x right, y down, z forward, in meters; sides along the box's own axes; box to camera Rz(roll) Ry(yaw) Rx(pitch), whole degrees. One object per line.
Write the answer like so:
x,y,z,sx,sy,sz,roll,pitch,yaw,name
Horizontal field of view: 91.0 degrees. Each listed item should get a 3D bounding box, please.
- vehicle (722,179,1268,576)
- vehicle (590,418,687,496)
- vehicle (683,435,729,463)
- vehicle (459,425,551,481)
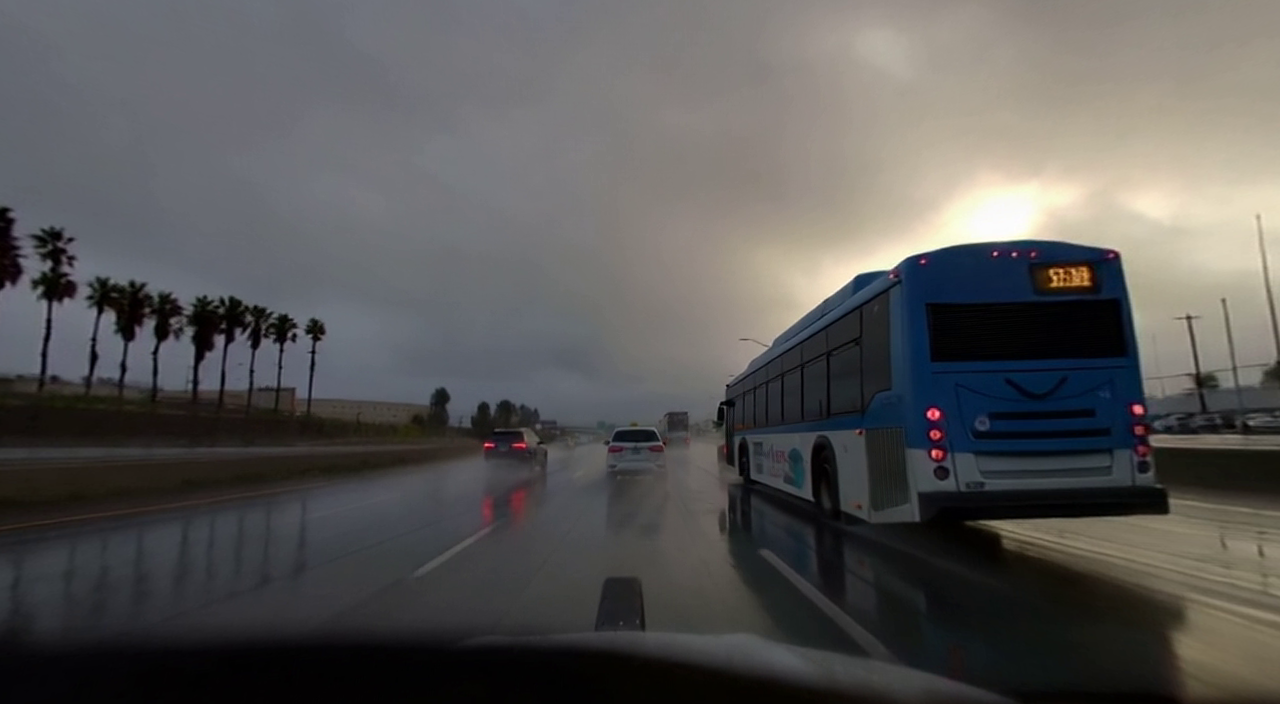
4.030,1.194,12.810,3.020,3.622,14.302,0,-8,1,vehicle
0.008,2.777,16.940,2.268,1.796,4.280,0,-8,1,vehicle
3.702,5.562,36.139,2.039,1.516,4.521,0,-8,-2,vehicle
-4.594,3.531,22.215,2.100,1.765,4.743,0,-8,1,vehicle
